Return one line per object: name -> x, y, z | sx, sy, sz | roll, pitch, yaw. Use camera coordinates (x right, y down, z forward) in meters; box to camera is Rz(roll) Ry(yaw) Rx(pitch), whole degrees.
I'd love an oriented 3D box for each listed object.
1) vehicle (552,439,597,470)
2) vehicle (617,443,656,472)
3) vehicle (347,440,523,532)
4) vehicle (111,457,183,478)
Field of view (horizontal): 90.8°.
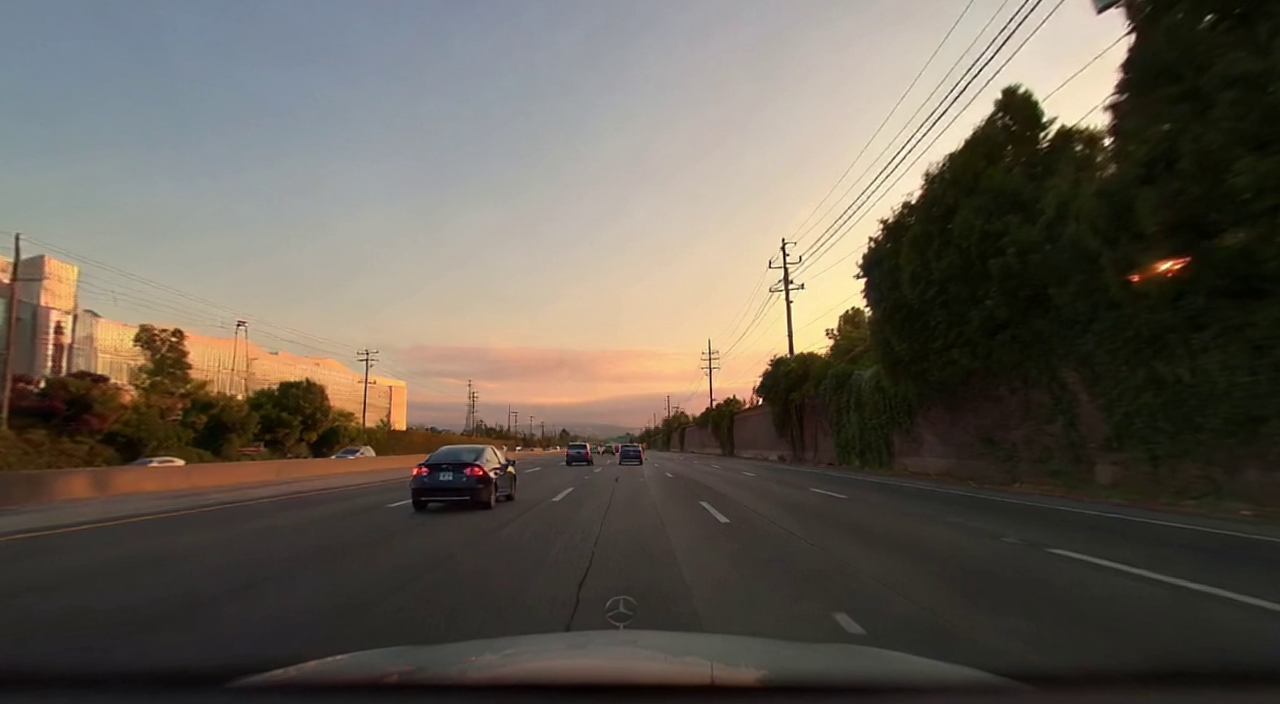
vehicle -> -3.930, 6.239, 38.591 | 2.244, 1.752, 4.439 | 0, -8, 1
vehicle -> -0.209, 5.788, 34.928 | 2.030, 1.471, 4.115 | 0, -8, 0
vehicle -> -3.662, 2.459, 12.215 | 1.938, 1.444, 4.206 | 0, -8, 1
vehicle -> -38.001, 8.916, 48.850 | 1.905, 1.445, 4.531 | 0, -8, 0
